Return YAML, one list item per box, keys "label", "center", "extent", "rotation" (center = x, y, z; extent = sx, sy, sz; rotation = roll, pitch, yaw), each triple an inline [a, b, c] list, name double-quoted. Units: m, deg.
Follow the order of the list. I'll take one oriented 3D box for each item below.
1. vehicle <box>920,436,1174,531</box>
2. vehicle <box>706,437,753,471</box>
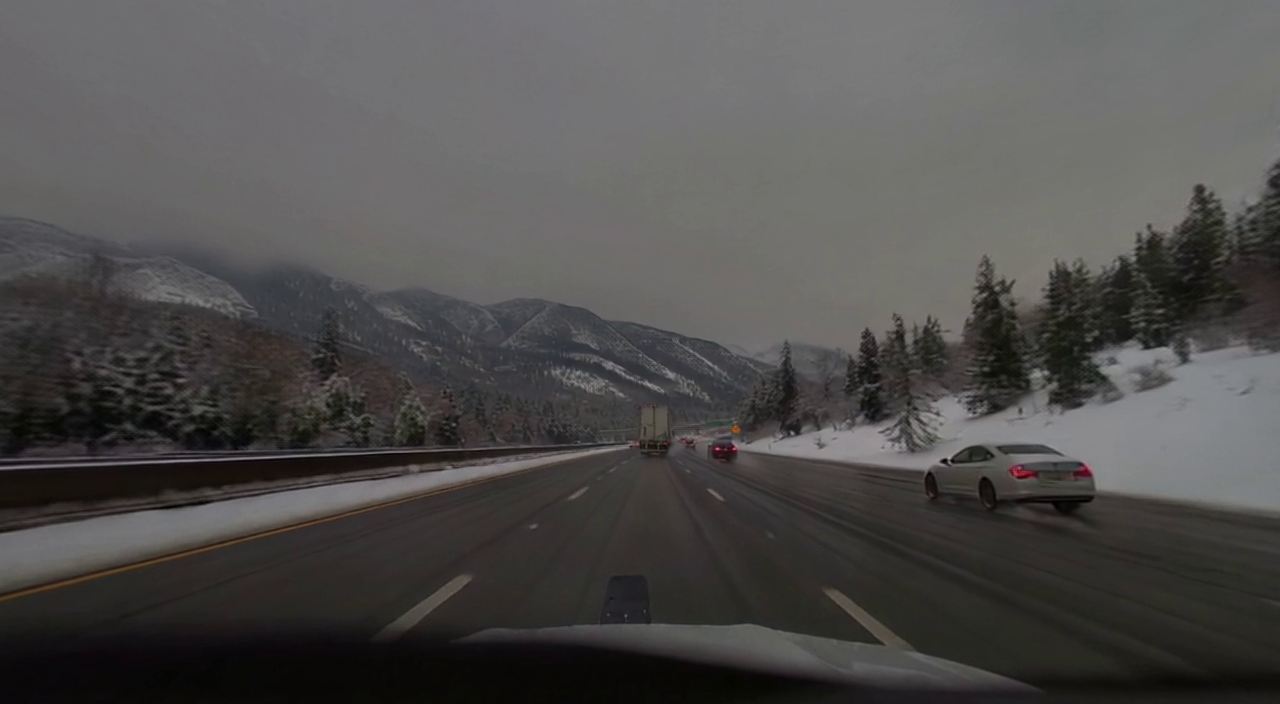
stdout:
- label: "vehicle"
  center: [7.237, 2.347, 11.881]
  extent: [1.982, 1.440, 4.171]
  rotation: [0, -8, 0]
- label: "vehicle"
  center: [4.565, 5.272, 32.744]
  extent: [1.880, 1.624, 3.941]
  rotation: [0, -8, 0]
